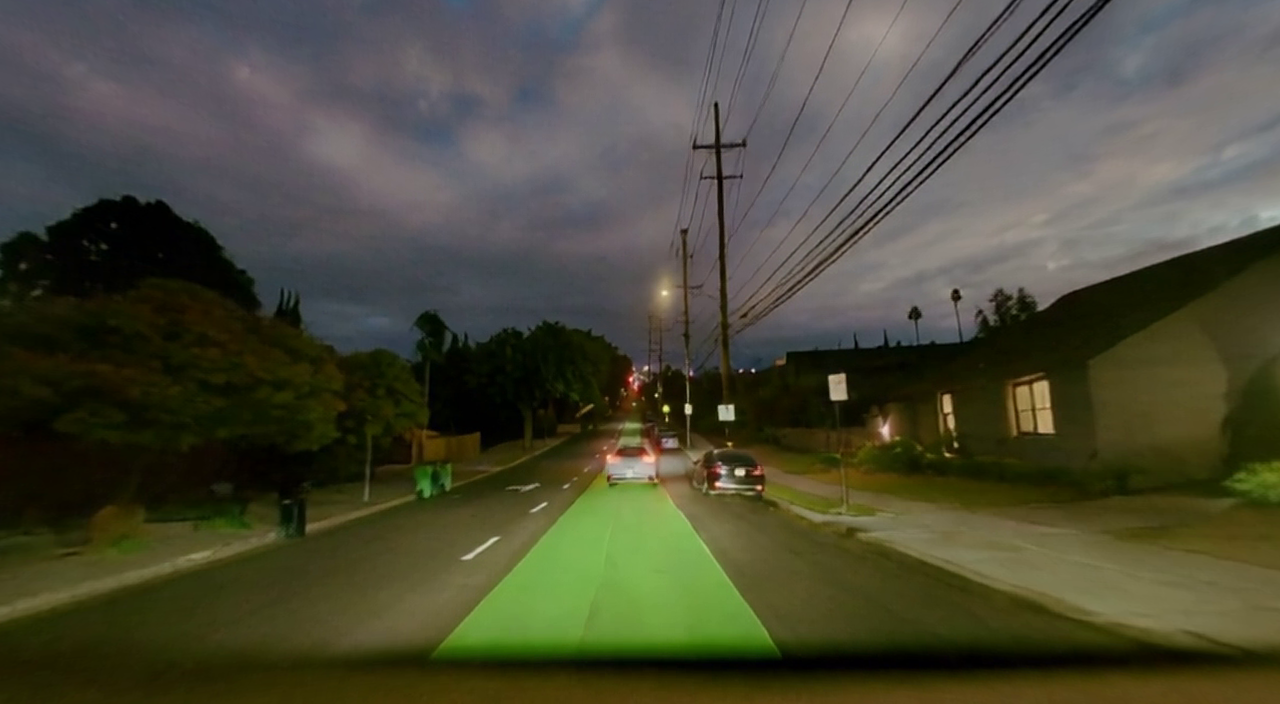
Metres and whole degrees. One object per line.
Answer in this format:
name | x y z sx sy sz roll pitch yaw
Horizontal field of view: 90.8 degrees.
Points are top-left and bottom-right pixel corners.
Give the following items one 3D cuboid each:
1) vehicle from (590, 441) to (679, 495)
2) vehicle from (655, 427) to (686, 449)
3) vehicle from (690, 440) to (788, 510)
vehicle | -0.033 3.638 20.386 2.235 1.500 4.496 -1 -8 8
vehicle | 2.202 6.384 46.734 1.981 1.512 4.144 0 -8 -2
vehicle | 2.645 3.391 18.069 1.909 1.694 4.472 0 -8 -2
